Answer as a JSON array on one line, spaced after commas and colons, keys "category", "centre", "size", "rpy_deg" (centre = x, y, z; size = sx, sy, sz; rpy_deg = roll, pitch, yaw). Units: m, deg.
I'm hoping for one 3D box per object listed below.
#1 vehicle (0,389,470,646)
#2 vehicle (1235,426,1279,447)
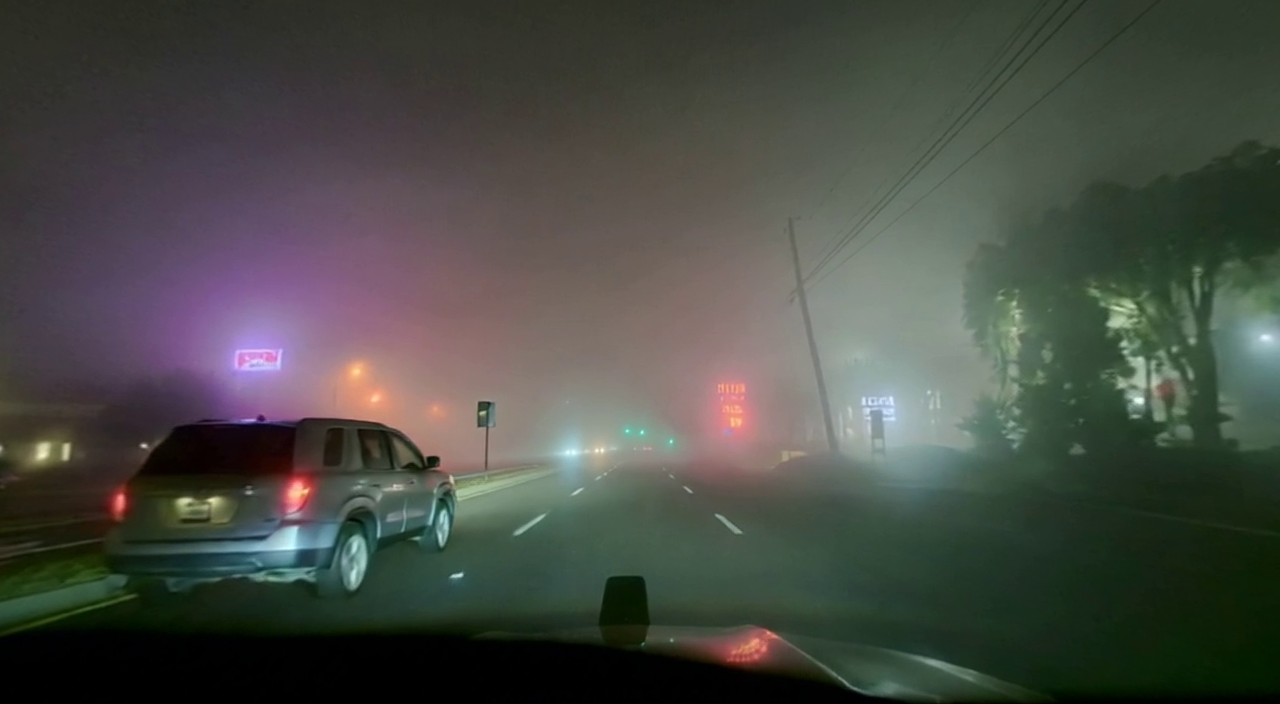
[{"category": "vehicle", "centre": [-3.494, 1.449, 6.598], "size": [2.062, 1.693, 4.669], "rpy_deg": [0, -9, 1]}, {"category": "vehicle", "centre": [49.312, 6.594, 49.188], "size": [1.892, 1.570, 3.898], "rpy_deg": [8, -12, -41]}]
